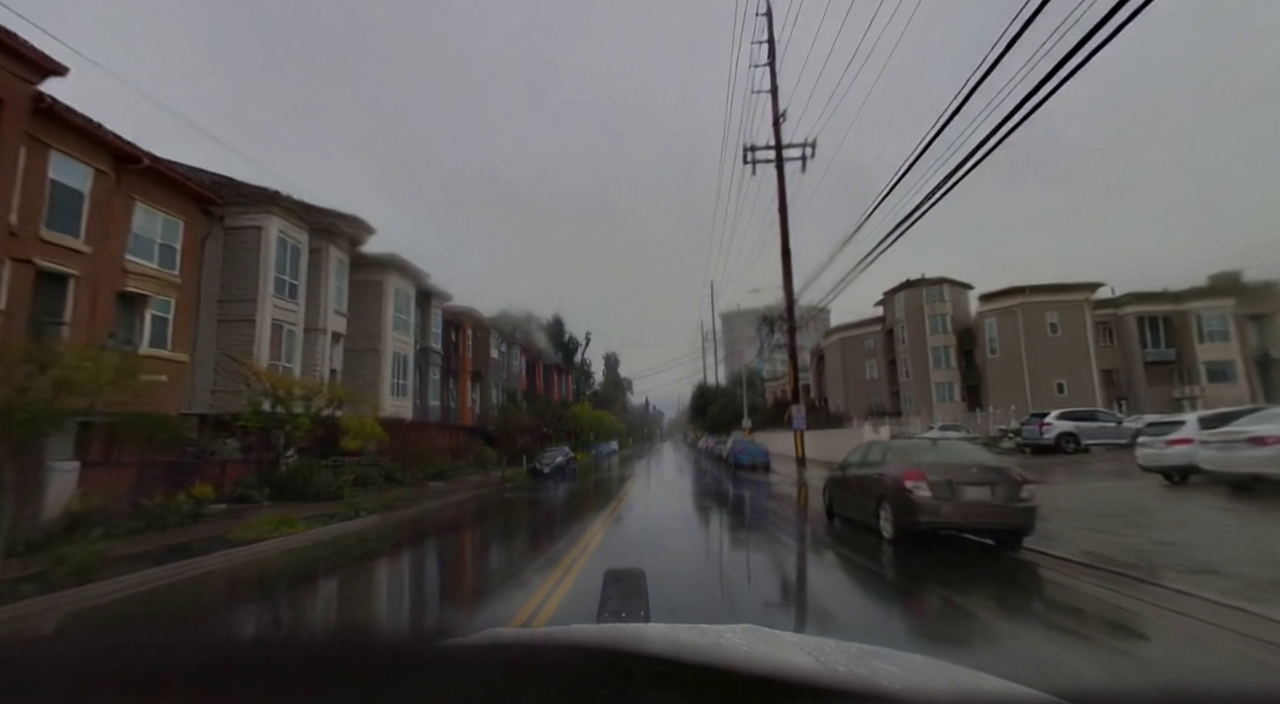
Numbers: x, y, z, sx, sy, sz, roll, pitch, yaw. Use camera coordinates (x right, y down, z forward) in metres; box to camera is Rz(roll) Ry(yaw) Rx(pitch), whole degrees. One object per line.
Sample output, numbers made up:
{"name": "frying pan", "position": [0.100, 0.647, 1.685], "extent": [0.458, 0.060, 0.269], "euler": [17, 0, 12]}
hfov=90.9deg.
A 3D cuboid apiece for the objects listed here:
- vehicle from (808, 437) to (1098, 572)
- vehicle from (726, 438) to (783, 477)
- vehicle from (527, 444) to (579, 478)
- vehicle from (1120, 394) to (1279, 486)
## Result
{"name": "vehicle", "position": [4.026, 1.999, 9.247], "extent": [1.928, 1.440, 4.738], "euler": [0, -8, 2]}
{"name": "vehicle", "position": [5.018, 4.689, 28.198], "extent": [1.914, 1.591, 3.892], "euler": [0, -8, 1]}
{"name": "vehicle", "position": [-4.444, 5.638, 32.928], "extent": [1.913, 1.672, 4.267], "euler": [-1, -8, 3]}
{"name": "vehicle", "position": [11.241, 1.663, 11.895], "extent": [1.801, 1.491, 3.488], "euler": [-1, -8, 6]}
